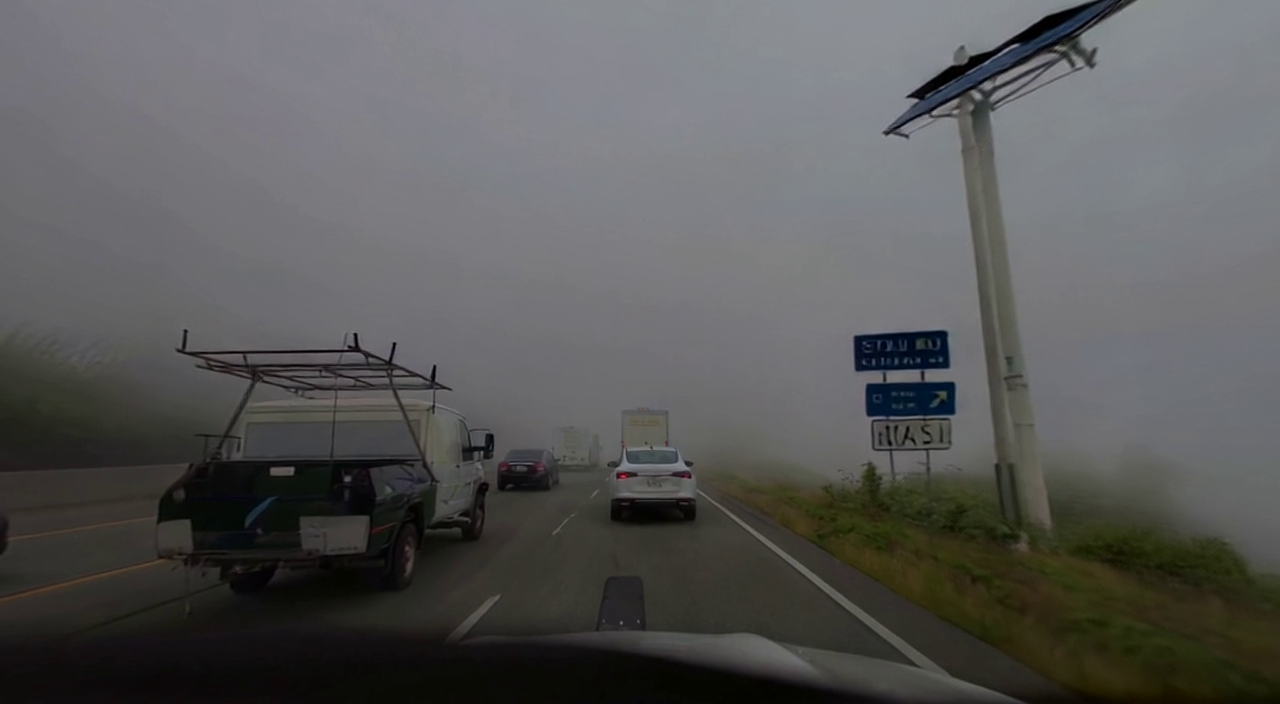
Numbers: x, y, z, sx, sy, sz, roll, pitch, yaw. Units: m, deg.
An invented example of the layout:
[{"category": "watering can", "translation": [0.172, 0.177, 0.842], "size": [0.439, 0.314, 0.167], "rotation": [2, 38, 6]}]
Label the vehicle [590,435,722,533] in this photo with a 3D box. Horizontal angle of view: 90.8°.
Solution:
[{"category": "vehicle", "translation": [0.229, 2.343, 11.684], "size": [2.063, 1.507, 3.488], "rotation": [0, -9, -1]}]

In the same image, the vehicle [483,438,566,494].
[{"category": "vehicle", "translation": [-3.634, 3.673, 20.586], "size": [1.963, 1.627, 3.849], "rotation": [0, -9, 0]}]

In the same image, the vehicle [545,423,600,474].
[{"category": "vehicle", "translation": [-3.667, 5.405, 35.315], "size": [2.290, 2.613, 5.975], "rotation": [0, -9, 1]}]

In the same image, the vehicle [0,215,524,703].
[{"category": "vehicle", "translation": [-3.065, 1.054, 6.915], "size": [2.289, 2.757, 6.726], "rotation": [0, -9, 0]}]
